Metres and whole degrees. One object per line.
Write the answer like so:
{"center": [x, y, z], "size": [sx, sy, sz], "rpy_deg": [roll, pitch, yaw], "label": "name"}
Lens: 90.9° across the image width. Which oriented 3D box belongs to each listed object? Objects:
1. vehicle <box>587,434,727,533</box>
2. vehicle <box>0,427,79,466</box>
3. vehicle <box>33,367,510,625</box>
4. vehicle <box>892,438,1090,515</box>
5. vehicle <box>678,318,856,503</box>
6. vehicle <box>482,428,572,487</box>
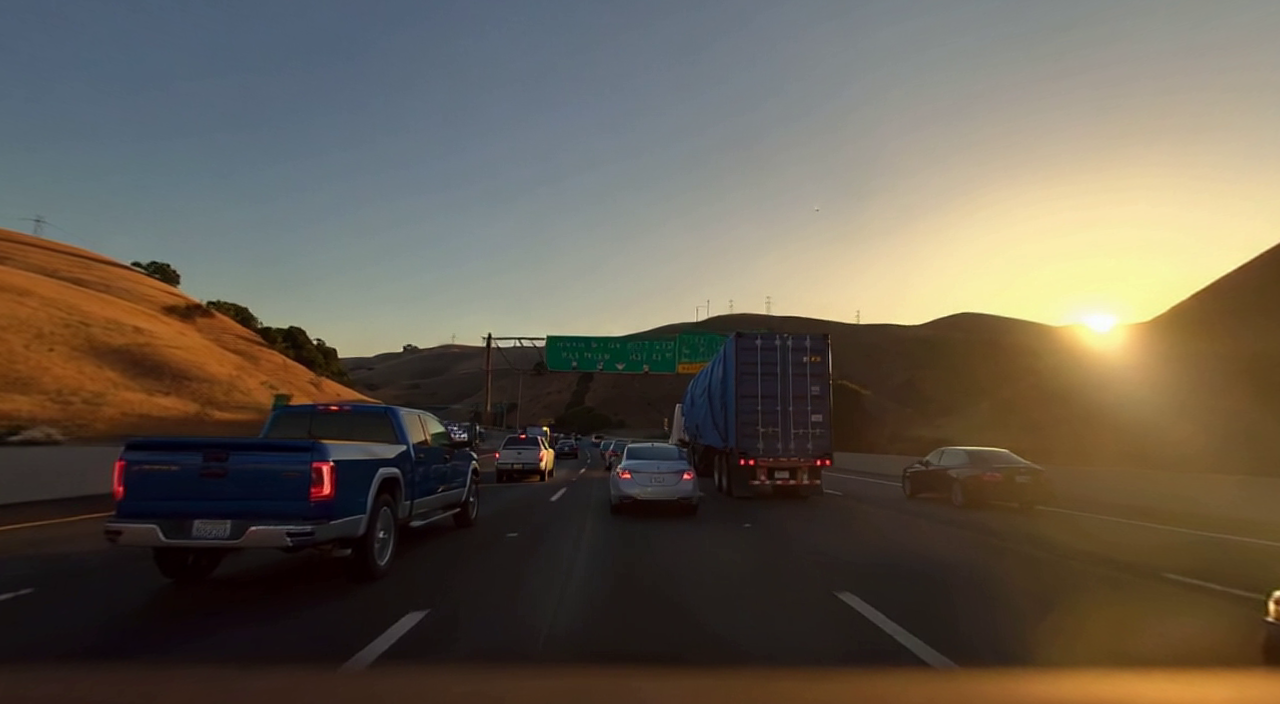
{"center": [0.199, 2.271, 11.558], "size": [2.105, 1.471, 3.978], "rpy_deg": [0, -8, -2], "label": "vehicle"}
{"center": [-25.985, 3.874, 25.821], "size": [2.028, 1.489, 4.510], "rpy_deg": [0, -8, -3], "label": "vehicle"}
{"center": [-3.286, 1.444, 7.424], "size": [2.318, 1.902, 5.374], "rpy_deg": [0, -8, 1], "label": "vehicle"}
{"center": [7.755, 2.764, 14.556], "size": [2.092, 1.495, 4.194], "rpy_deg": [0, -8, -1], "label": "vehicle"}
{"center": [3.122, 2.051, 19.464], "size": [2.759, 4.098, 10.906], "rpy_deg": [0, -8, -2], "label": "vehicle"}
{"center": [-3.788, 3.636, 22.166], "size": [2.348, 1.821, 5.061], "rpy_deg": [0, -8, -1], "label": "vehicle"}
